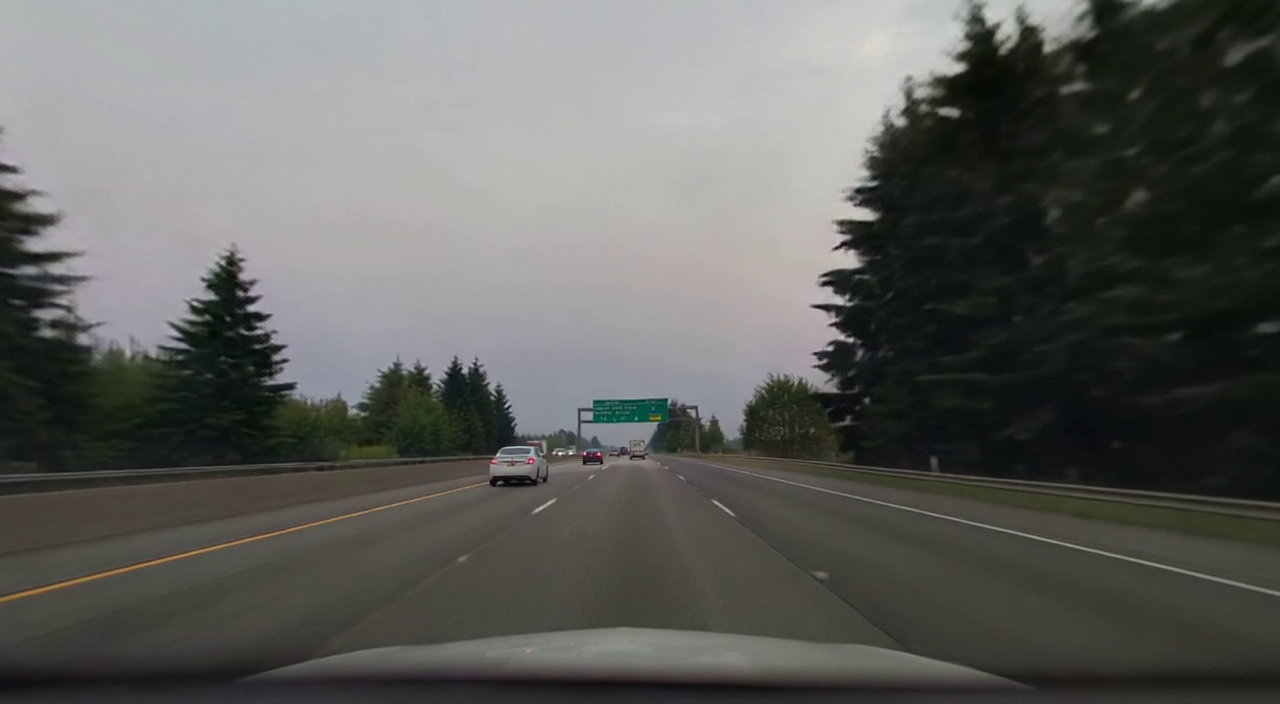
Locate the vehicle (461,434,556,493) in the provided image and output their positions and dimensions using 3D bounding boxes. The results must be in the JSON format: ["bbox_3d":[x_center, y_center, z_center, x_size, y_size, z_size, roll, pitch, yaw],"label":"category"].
[{"bbox_3d":[-4.097,3.561,20.321,2.151,1.693,4.201,0,-9,0],"label":"vehicle"}]
